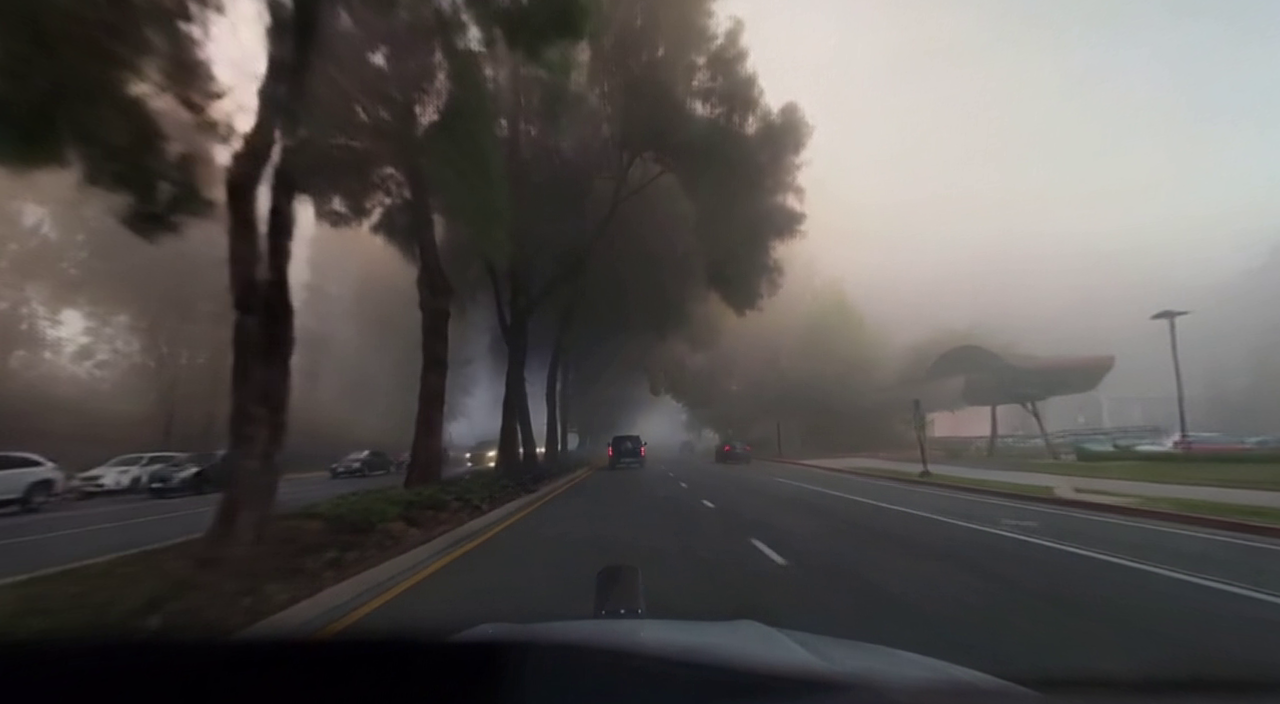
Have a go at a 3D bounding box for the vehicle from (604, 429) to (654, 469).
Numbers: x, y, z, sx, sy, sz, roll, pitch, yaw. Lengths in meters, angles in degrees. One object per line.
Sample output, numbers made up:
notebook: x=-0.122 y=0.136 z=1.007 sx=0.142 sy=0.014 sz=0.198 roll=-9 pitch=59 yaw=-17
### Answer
vehicle: x=-0.547 y=5.112 z=33.399 sx=2.411 sy=1.937 sz=5.186 roll=0 pitch=-8 yaw=-1

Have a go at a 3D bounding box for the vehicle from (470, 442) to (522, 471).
vehicle: x=-8.001 y=5.825 z=35.409 sx=1.964 sy=1.478 sz=4.368 roll=0 pitch=-8 yaw=-1

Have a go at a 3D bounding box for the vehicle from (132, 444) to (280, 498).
vehicle: x=-14.728 y=4.000 z=21.808 sx=1.950 sy=1.655 sz=4.395 roll=0 pitch=-8 yaw=0

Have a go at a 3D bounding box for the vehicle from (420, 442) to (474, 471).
vehicle: x=-11.414 y=6.191 z=37.655 sx=1.904 sy=1.622 sz=4.225 roll=0 pitch=-8 yaw=-1

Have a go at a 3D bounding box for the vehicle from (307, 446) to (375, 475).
vehicle: x=-18.630 y=6.744 z=39.631 sx=1.980 sy=1.712 sz=4.535 roll=0 pitch=-8 yaw=1

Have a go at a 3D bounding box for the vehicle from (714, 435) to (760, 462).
vehicle: x=6.778 y=6.835 z=44.816 sx=2.364 sy=1.781 sz=4.854 roll=0 pitch=-8 yaw=-2

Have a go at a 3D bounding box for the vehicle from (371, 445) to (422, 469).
vehicle: x=-18.400 y=7.934 z=47.990 sx=1.999 sy=1.682 sz=4.914 roll=0 pitch=-8 yaw=-1
